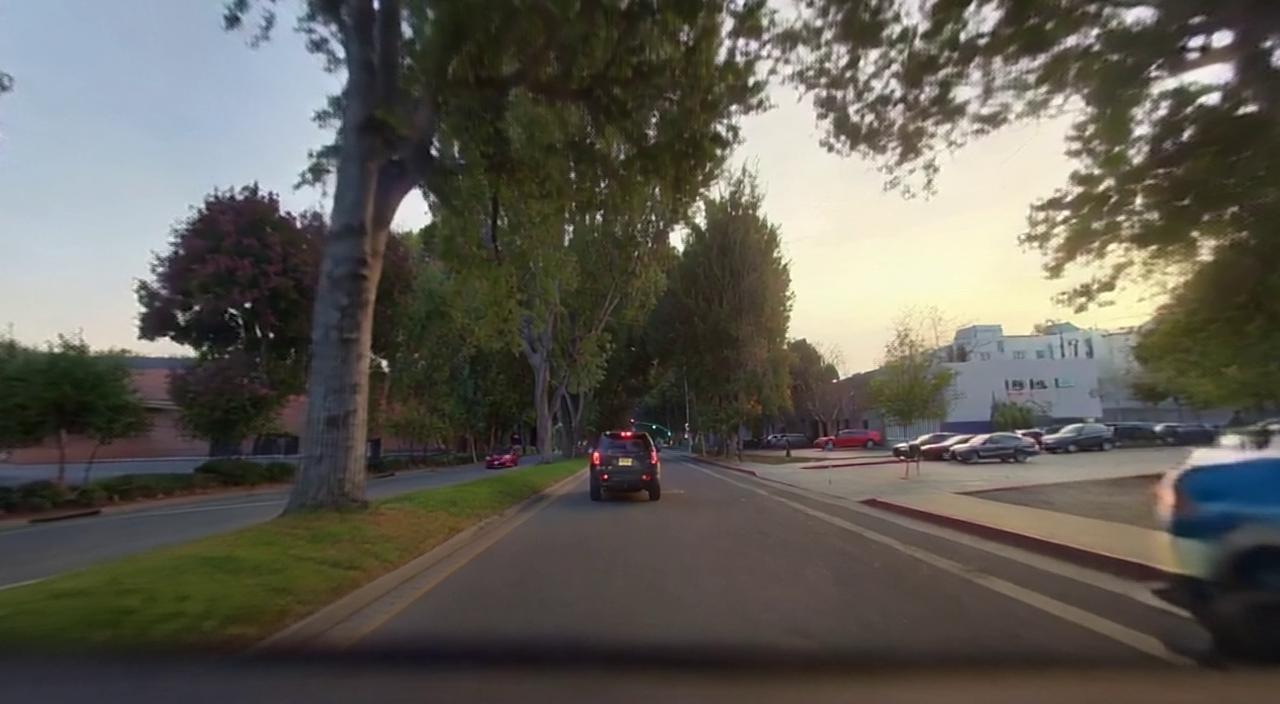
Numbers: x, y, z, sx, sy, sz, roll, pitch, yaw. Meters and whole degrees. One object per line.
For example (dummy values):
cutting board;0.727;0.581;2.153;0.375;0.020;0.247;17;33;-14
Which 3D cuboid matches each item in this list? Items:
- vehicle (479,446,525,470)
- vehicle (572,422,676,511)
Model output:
vehicle;-8.989;6.932;41.527;2.027;1.493;4.707;0;-8;-1
vehicle;-0.389;2.806;16.080;2.157;1.816;5.804;0;-8;-1
